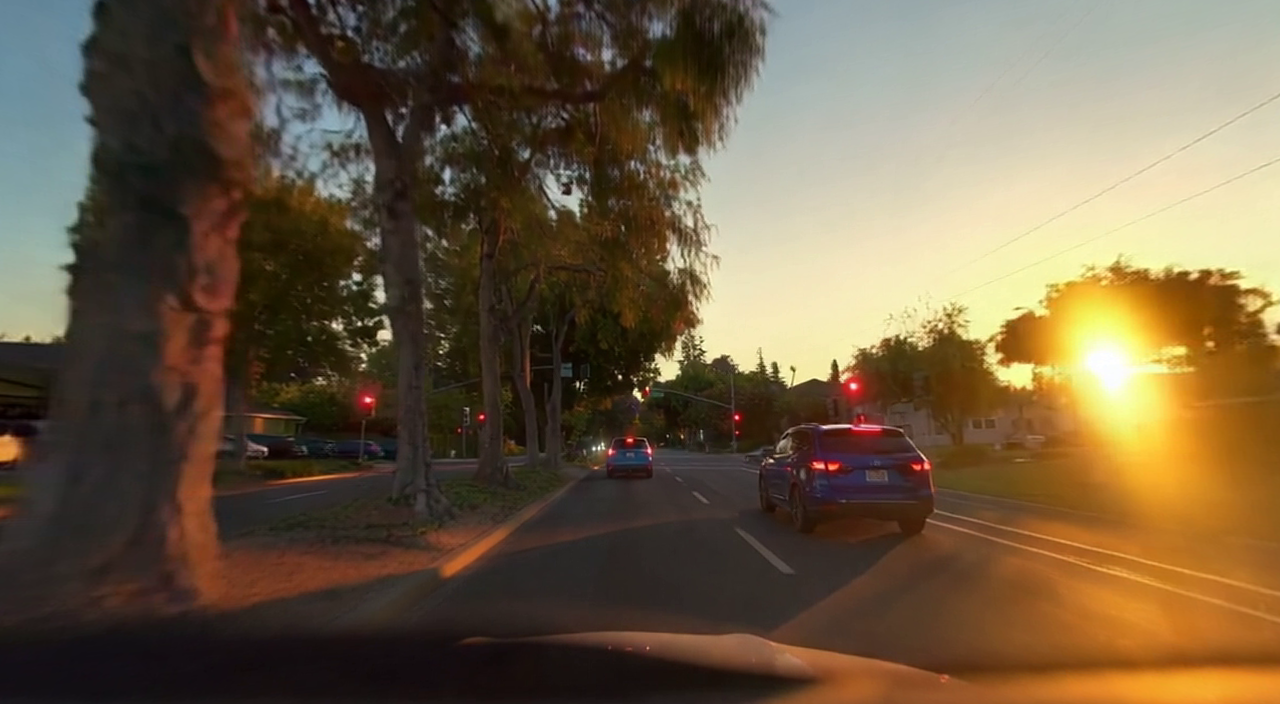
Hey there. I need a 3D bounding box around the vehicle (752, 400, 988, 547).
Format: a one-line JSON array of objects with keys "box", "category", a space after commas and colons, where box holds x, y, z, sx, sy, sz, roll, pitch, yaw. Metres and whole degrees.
[{"box": [3.180, 1.783, 9.897, 2.046, 1.768, 4.370, 0, -8, 0], "category": "vehicle"}]

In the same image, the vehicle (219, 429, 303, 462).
[{"box": [-28.574, 7.023, 47.696, 5.285, 2.200, 2.387, 3, -9, -33], "category": "vehicle"}]

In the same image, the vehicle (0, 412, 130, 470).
[{"box": [-23.425, 3.447, 23.966, 5.954, 1.965, 2.483, -2, -9, -1], "category": "vehicle"}]

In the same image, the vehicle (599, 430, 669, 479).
[{"box": [-0.209, 3.560, 22.129, 2.177, 1.512, 4.682, 0, -8, 0], "category": "vehicle"}]
